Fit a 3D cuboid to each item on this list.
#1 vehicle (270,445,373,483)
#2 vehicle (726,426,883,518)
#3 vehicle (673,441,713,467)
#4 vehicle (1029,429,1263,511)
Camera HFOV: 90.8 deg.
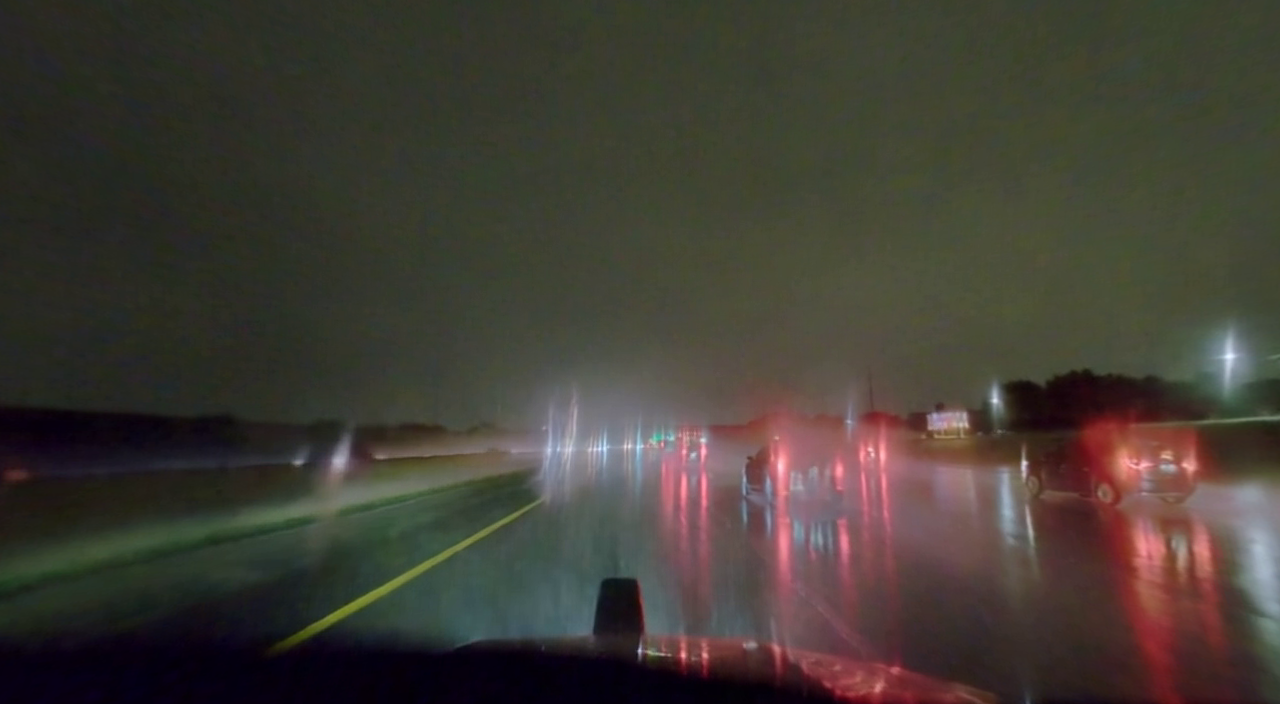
[{"bbox_3d":[-11.533,4.037,23.177,1.730,1.210,3.824,0,-8,1],"label":"vehicle"},{"bbox_3d":[3.214,2.447,13.451,1.977,1.601,4.598,0,-8,-2],"label":"vehicle"},{"bbox_3d":[3.297,6.399,39.798,2.038,1.477,4.313,0,-8,-1],"label":"vehicle"},{"bbox_3d":[11.030,2.587,14.259,1.844,1.560,4.085,0,-8,0],"label":"vehicle"}]
